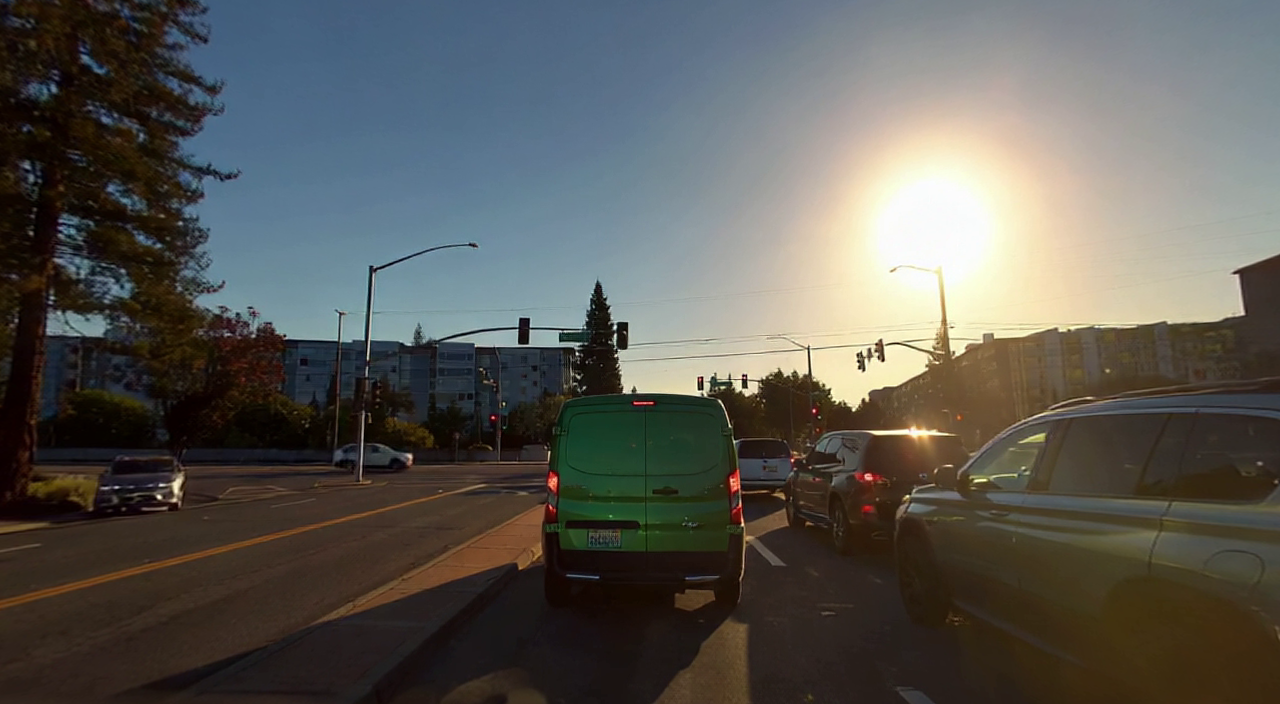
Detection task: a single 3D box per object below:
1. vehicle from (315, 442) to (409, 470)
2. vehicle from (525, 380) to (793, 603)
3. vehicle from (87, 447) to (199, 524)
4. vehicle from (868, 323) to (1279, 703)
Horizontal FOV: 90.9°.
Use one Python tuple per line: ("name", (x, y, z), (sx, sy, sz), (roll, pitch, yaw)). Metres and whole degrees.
("vehicle", (-15.779, 5.911, 36.036), (4.498, 1.547, 1.886), (1, -8, -9))
("vehicle", (0.172, 1.468, 7.447), (2.185, 1.822, 4.391), (0, -8, 1))
("vehicle", (-12.799, 3.292, 16.285), (2.023, 1.488, 4.654), (0, -7, -38))
("vehicle", (2.899, 0.951, 3.177), (1.971, 1.663, 4.287), (0, -8, 2))
